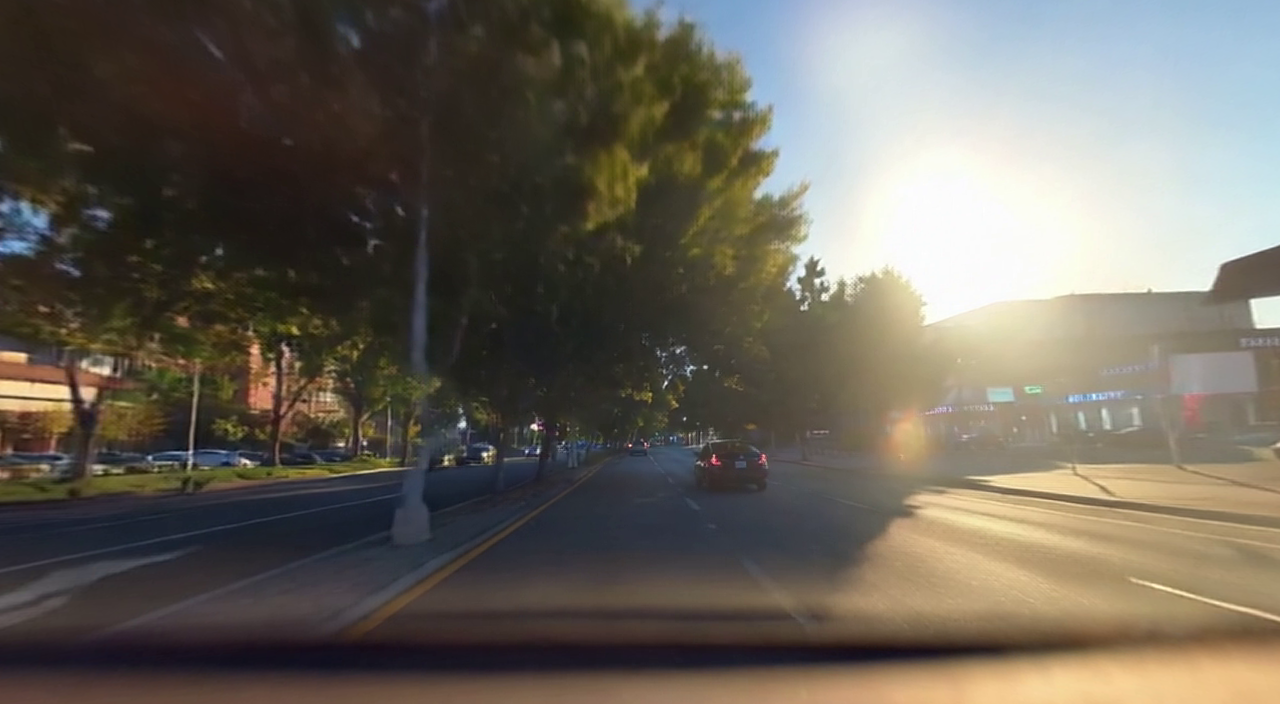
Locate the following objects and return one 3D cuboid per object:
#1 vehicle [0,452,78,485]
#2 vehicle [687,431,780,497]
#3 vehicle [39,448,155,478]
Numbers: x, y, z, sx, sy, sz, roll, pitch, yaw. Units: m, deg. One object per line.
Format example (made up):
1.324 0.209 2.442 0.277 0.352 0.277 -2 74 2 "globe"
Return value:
-29.948 5.503 29.903 4.834 1.438 2.023 -1 -8 4 "vehicle"
2.595 3.234 18.575 1.963 1.677 4.229 0 -8 -2 "vehicle"
-30.066 6.160 35.090 4.656 1.508 1.953 -1 -9 1 "vehicle"
